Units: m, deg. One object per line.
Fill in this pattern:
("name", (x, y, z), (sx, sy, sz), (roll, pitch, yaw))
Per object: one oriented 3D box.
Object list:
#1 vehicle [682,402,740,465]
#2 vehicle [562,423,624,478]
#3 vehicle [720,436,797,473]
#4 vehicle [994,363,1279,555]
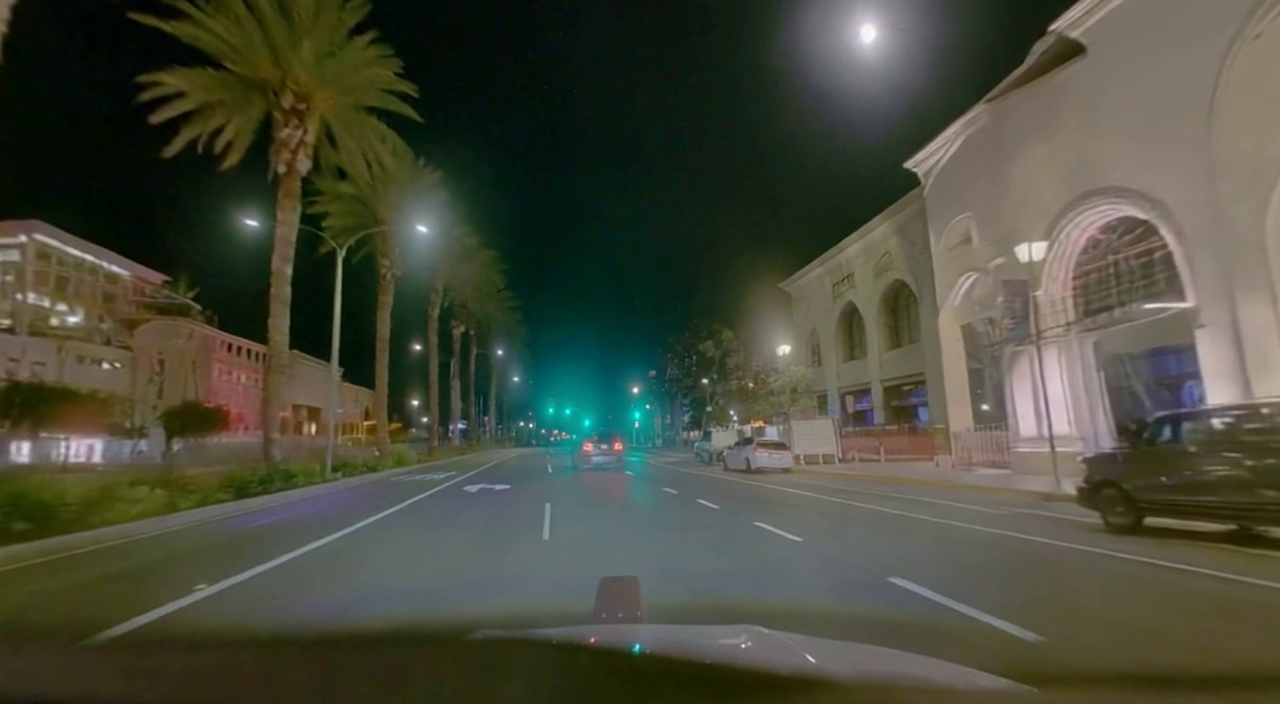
("vehicle", (4.053, 4.789, 36.923), (2.821, 3.470, 3.590), (0, -9, -1))
("vehicle", (-2.139, 4.130, 26.768), (2.284, 2.010, 6.670), (1, -9, -7))
("vehicle", (5.057, 4.470, 27.768), (2.015, 1.486, 4.501), (1, -9, -7))
("vehicle", (7.858, 1.389, 8.431), (2.417, 2.030, 5.711), (1, -9, -7))
